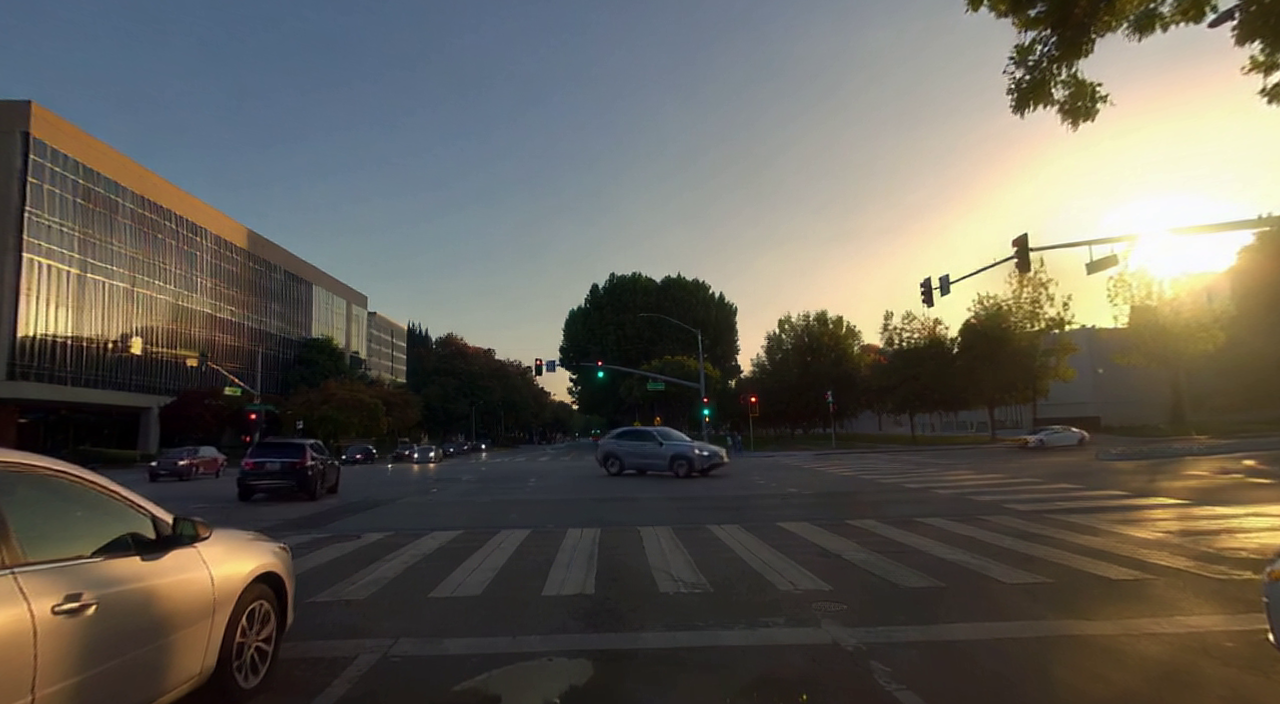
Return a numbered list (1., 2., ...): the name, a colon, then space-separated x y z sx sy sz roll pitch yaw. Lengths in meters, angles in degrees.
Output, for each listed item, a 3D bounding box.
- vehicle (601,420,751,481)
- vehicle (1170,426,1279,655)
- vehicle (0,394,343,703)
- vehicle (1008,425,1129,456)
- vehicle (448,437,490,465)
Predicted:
1. vehicle: 1.173 3.373 21.852 4.778 1.871 2.109 -7 -10 37
2. vehicle: 4.934 0.985 2.534 1.949 1.449 4.530 -1 -8 5
3. vehicle: -3.074 0.898 2.152 1.919 1.478 4.720 0 -8 -1
4. vehicle: 21.541 4.459 31.873 4.660 1.495 2.007 0 -8 -3
5. vehicle: -12.828 7.416 47.534 2.051 1.715 4.346 -3 -6 -2
